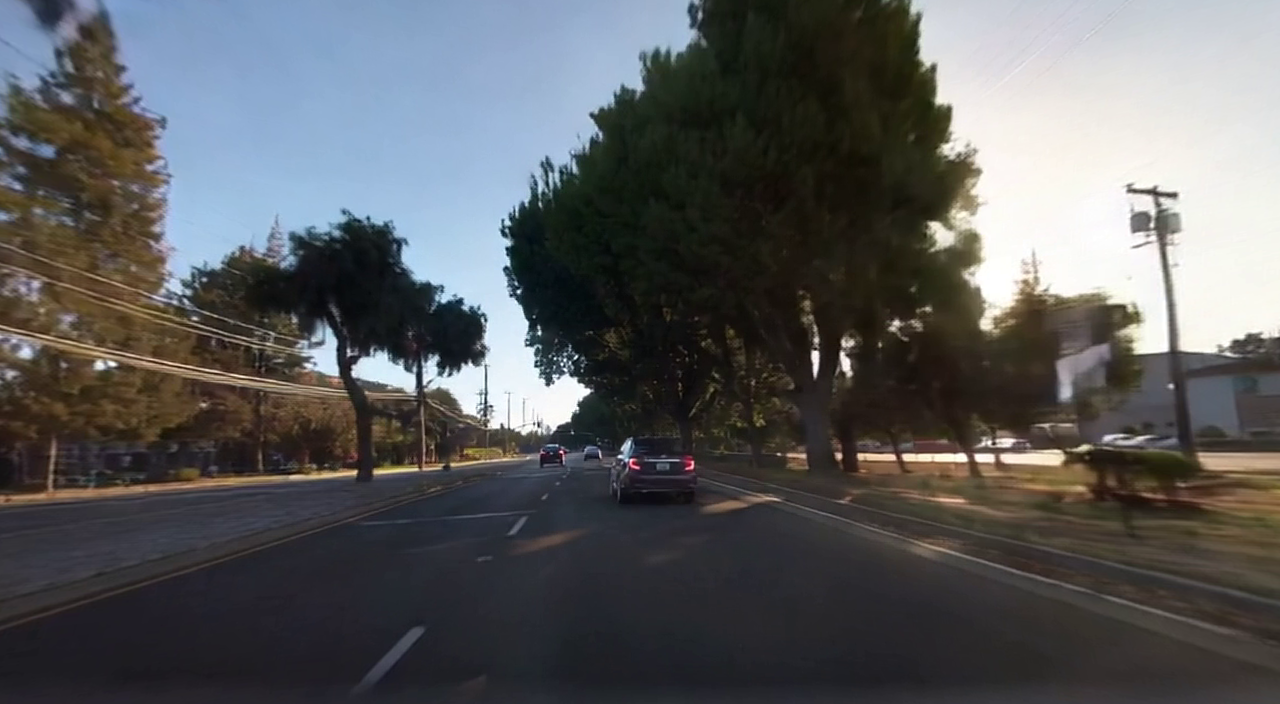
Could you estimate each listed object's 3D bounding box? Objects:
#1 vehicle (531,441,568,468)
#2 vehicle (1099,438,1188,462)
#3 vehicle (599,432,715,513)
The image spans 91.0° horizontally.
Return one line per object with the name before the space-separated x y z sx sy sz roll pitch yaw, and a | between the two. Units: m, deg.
vehicle | -6.274 7.150 44.057 2.189 1.776 4.342 1 -9 -4
vehicle | 33.756 6.580 42.402 1.867 1.471 4.788 0 -9 -3
vehicle | 0.194 2.809 15.220 2.235 1.597 4.918 1 -9 -5
